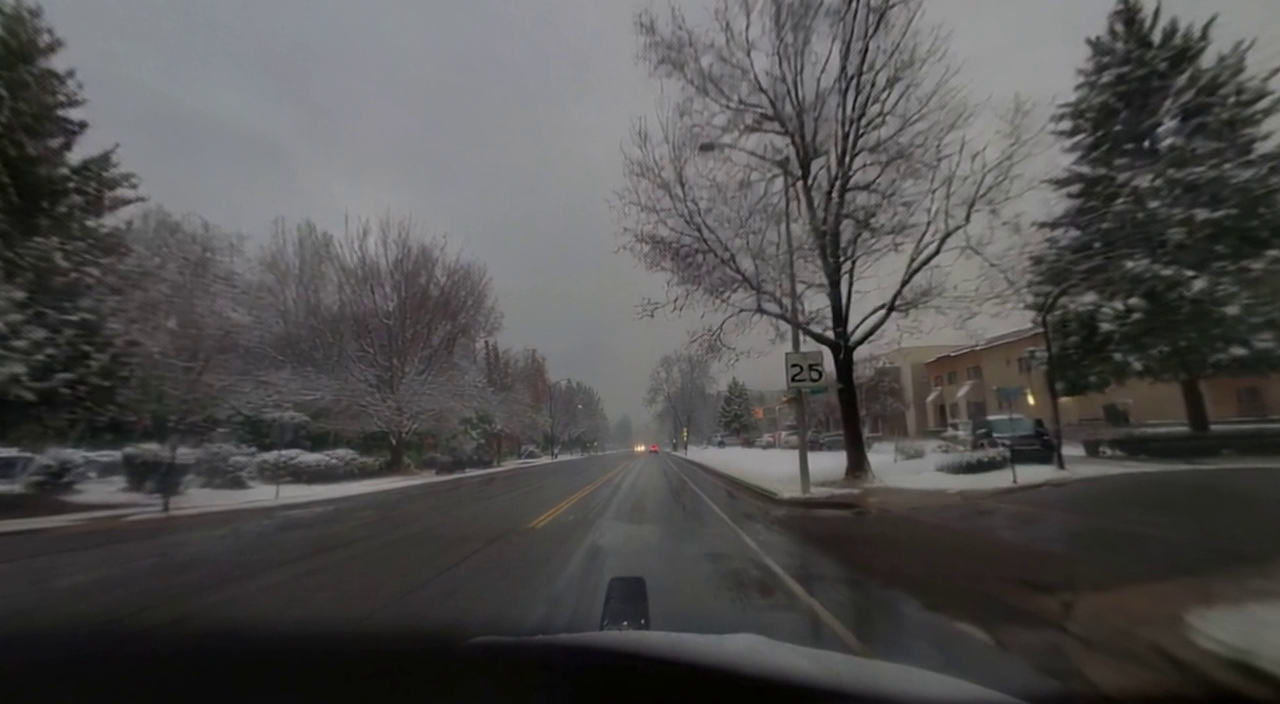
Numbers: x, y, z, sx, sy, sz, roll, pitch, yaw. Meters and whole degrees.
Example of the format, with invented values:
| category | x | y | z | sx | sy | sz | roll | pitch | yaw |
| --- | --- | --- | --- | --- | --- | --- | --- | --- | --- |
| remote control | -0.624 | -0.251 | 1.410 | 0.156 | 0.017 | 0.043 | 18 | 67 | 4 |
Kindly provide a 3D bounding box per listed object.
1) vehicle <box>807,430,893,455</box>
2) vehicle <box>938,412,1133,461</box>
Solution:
| category | x | y | z | sx | sy | sz | roll | pitch | yaw |
| --- | --- | --- | --- | --- | --- | --- | --- | --- | --- |
| vehicle | 13.111 | 5.679 | 39.519 | 4.529 | 1.490 | 2.168 | 1 | -9 | -5 |
| vehicle | 12.719 | 2.776 | 20.561 | 4.955 | 1.489 | 2.002 | 0 | -9 | 2 |
